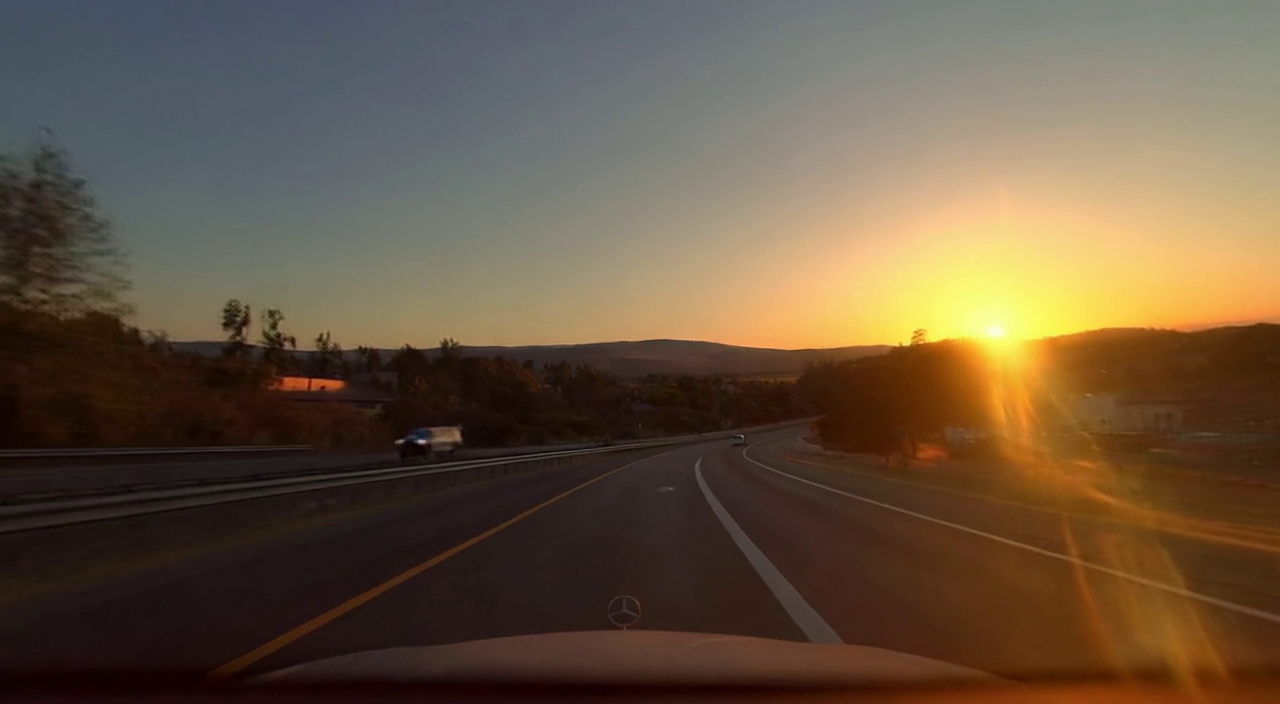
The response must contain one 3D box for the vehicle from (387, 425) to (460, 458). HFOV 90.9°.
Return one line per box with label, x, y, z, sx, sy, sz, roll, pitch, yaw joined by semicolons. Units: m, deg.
vehicle;-13.724;5.748;40.451;2.252;1.926;5.495;-1;-9;6
